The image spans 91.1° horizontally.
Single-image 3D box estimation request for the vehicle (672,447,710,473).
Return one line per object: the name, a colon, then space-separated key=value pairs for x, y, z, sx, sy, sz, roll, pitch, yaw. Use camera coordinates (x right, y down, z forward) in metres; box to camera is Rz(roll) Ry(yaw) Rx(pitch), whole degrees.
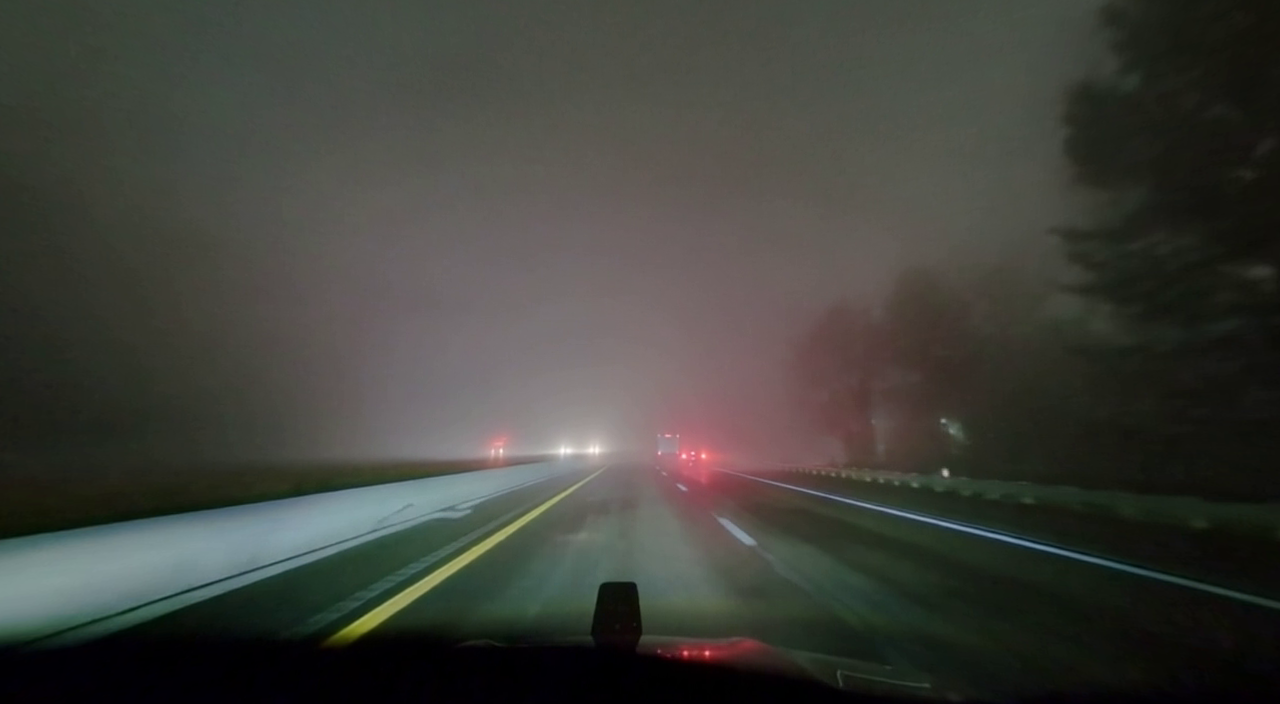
vehicle: x=3.029 y=6.451 z=37.752 sx=1.836 sy=1.459 sz=3.766 roll=0 pitch=-9 yaw=-2
